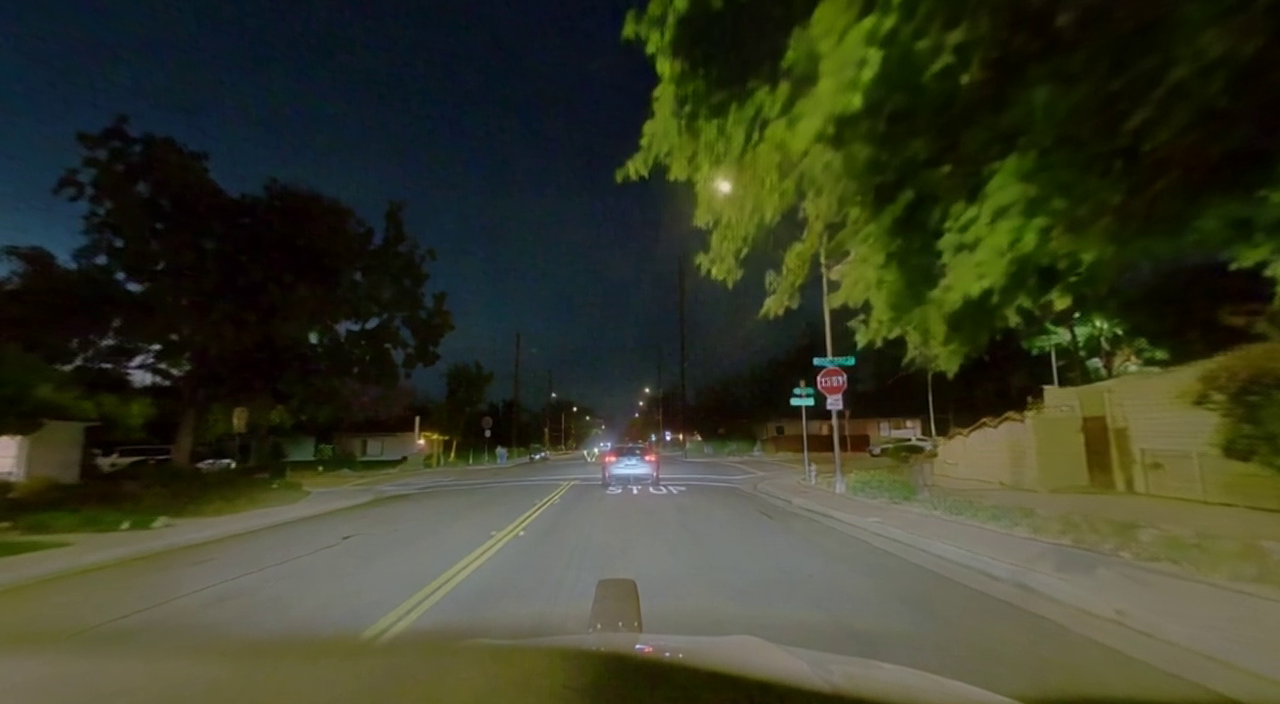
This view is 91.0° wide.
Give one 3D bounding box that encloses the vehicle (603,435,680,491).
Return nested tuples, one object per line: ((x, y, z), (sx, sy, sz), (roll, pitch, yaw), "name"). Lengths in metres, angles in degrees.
((-0.033, 3.295, 18.998), (2.043, 1.484, 4.340), (0, -9, -2), "vehicle")

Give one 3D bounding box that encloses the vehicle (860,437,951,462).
((16.499, 6.072, 39.195), (4.748, 1.488, 2.029), (1, -9, -5), "vehicle")

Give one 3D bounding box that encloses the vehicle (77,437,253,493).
((-20.904, 5.004, 27.963), (5.796, 1.946, 2.391), (-3, -10, -3), "vehicle")
